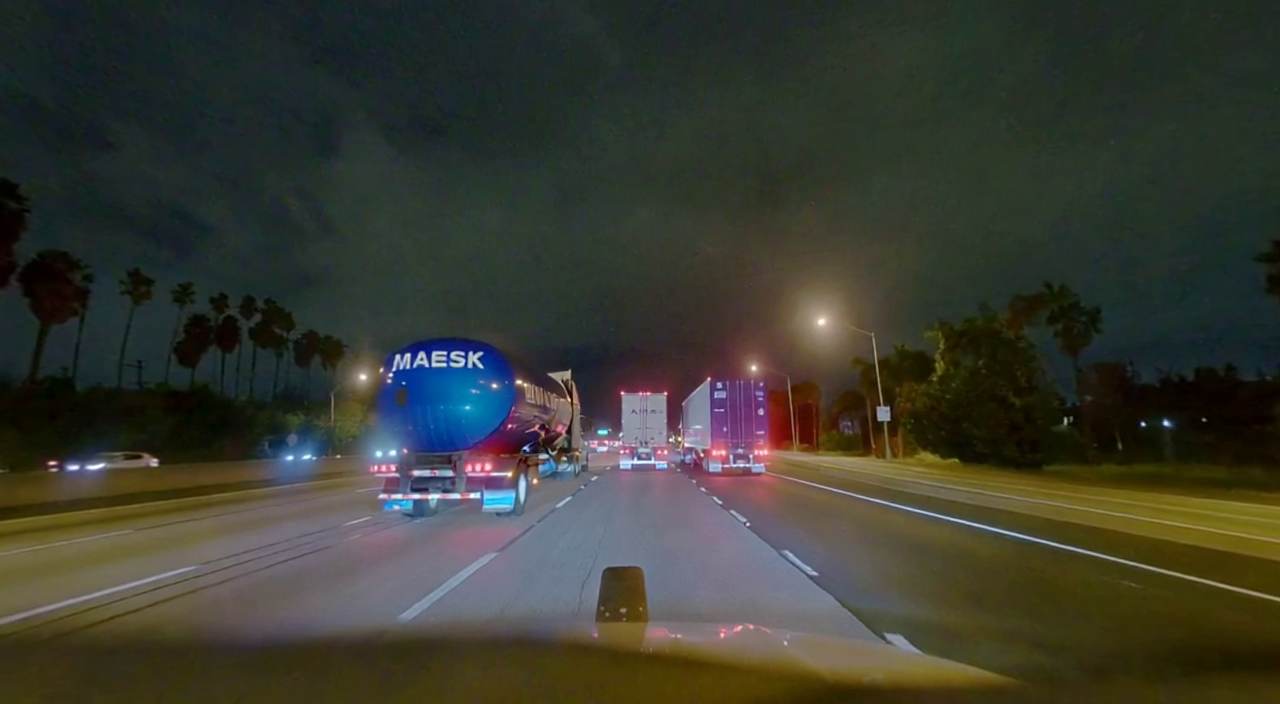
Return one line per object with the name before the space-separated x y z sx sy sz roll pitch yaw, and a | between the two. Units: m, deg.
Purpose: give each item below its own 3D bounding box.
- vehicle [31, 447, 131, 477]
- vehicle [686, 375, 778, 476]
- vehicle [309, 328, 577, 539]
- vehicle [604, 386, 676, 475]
vehicle | -34.914 6.853 39.556 2.220 1.725 4.363 0 -8 0
vehicle | 4.332 4.087 33.431 2.887 4.178 14.553 0 -8 1
vehicle | -3.537 2.011 15.198 2.786 3.228 11.082 0 -8 1
vehicle | 0.152 4.703 36.506 3.097 3.856 18.209 0 -8 1
